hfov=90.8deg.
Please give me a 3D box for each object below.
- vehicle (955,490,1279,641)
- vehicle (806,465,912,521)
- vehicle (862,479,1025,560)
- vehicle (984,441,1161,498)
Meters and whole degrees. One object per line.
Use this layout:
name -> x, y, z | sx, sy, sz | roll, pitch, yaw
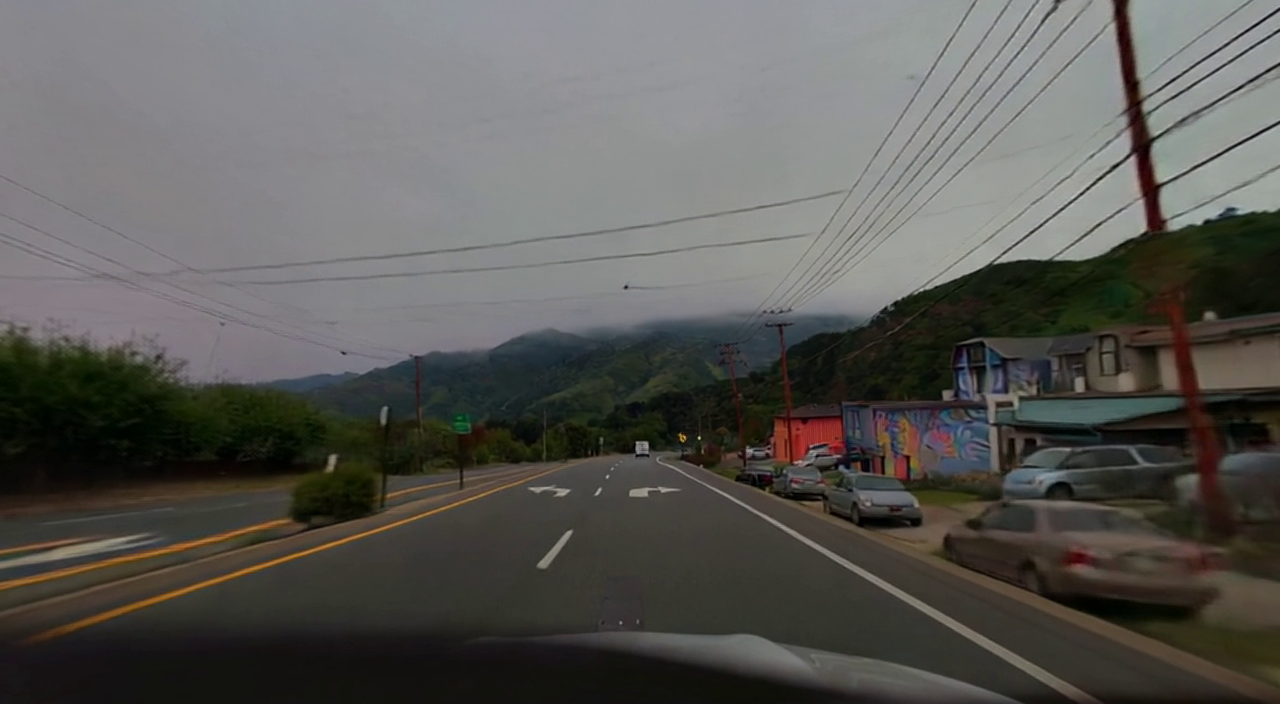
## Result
vehicle -> 6.673, 2.959, 9.514 | 1.781, 1.432, 4.169 | 0, -9, 2
vehicle -> 6.901, 4.463, 20.418 | 1.838, 1.475, 4.152 | 0, -9, -2
vehicle -> 6.883, 3.818, 14.881 | 1.797, 1.401, 4.088 | 0, -8, 0
vehicle -> 15.263, 4.148, 22.500 | 4.798, 1.934, 1.908 | 0, -8, 0
